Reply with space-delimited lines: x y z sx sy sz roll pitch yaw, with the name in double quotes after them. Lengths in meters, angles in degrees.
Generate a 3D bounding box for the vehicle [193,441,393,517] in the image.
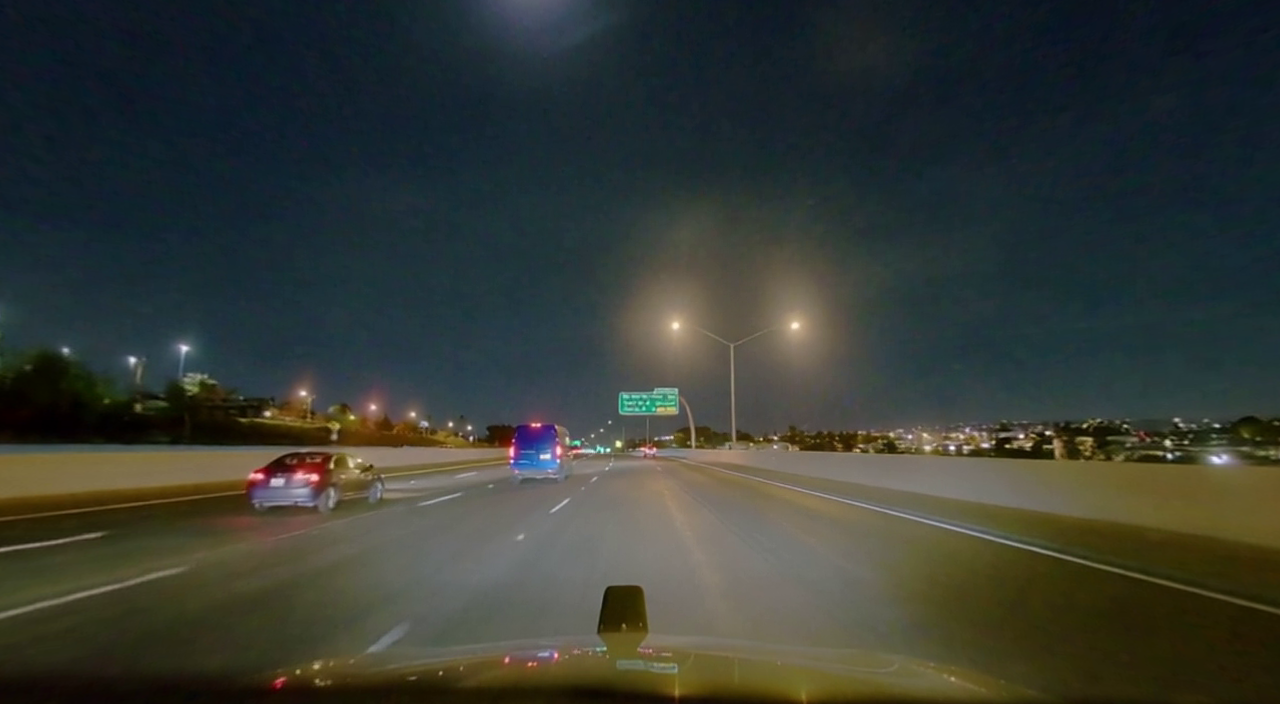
-7.870 2.892 14.932 1.987 1.490 4.781 0 -9 1 "vehicle"

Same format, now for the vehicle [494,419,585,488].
-3.519 3.714 23.200 2.372 2.248 5.393 0 -9 1 "vehicle"
